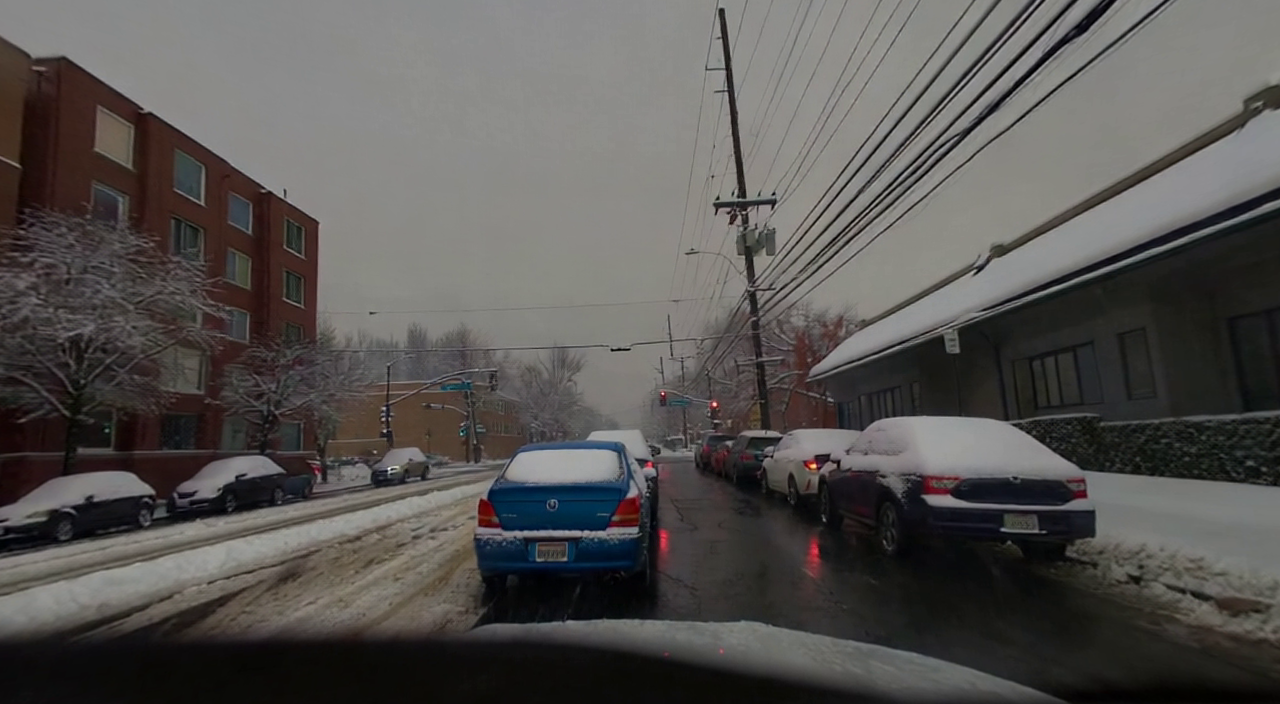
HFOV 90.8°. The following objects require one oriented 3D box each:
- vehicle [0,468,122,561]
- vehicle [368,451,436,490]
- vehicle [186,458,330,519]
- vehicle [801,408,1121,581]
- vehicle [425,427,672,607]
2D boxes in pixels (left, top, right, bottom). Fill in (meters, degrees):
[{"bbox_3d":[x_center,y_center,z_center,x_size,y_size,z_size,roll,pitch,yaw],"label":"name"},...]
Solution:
[{"bbox_3d":[-11.913,2.902,11.003,1.850,1.487,4.711,-3,-8,-1],"label":"vehicle"},{"bbox_3d":[-11.930,5.919,31.927,2.011,1.687,4.079,-3,-8,-2],"label":"vehicle"},{"bbox_3d":[-11.862,4.228,20.048,1.868,1.491,4.367,-4,-9,0],"label":"vehicle"},{"bbox_3d":[3.792,1.757,8.607,1.967,1.721,4.410,0,-9,-1],"label":"vehicle"},{"bbox_3d":[-0.726,1.696,7.531,2.019,1.453,4.603,0,-8,1],"label":"vehicle"}]
